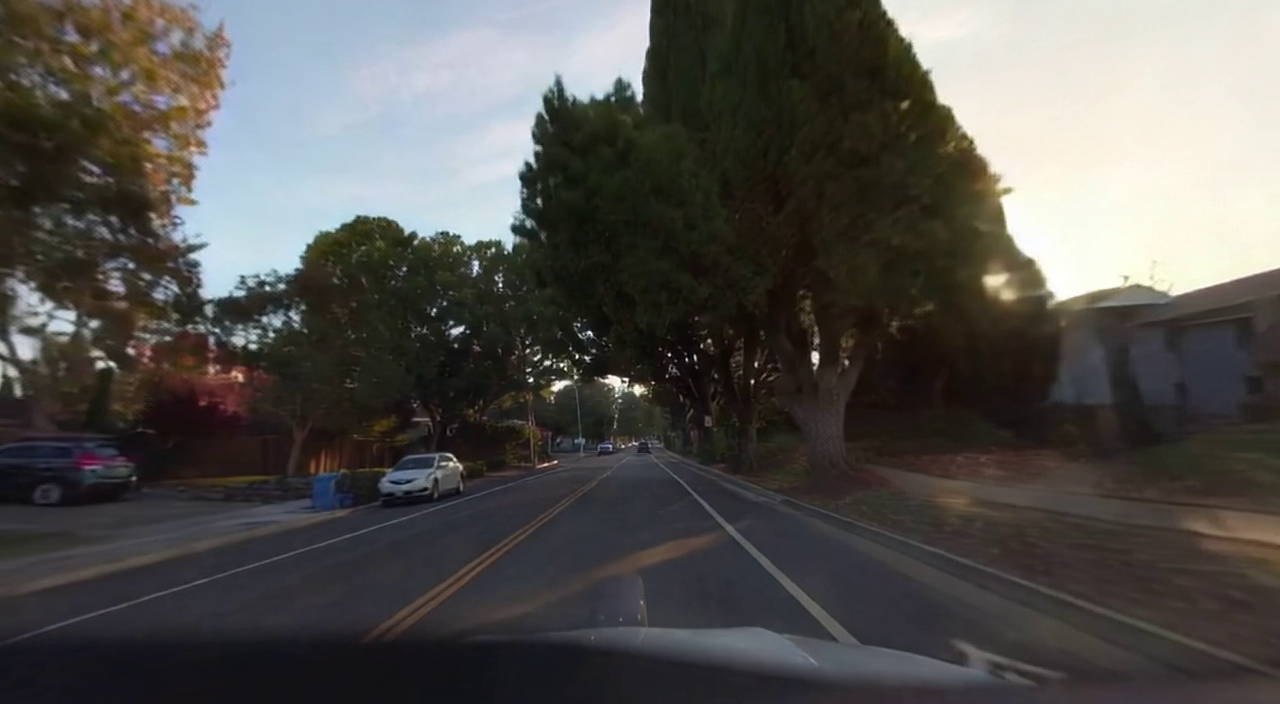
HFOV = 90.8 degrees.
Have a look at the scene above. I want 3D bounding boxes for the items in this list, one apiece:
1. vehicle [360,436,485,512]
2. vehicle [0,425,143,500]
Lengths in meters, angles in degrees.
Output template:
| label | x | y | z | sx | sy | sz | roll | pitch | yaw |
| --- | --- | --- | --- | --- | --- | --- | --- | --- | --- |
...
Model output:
| label | x | y | z | sx | sy | sz | roll | pitch | yaw |
| --- | --- | --- | --- | --- | --- | --- | --- | --- | --- |
| vehicle | -6.592 | 3.734 | 19.834 | 2.176 | 1.885 | 5.174 | -4 | -9 | -2 |
| vehicle | -15.661 | 2.767 | 16.002 | 4.735 | 1.712 | 1.992 | -2 | -9 | 9 |
